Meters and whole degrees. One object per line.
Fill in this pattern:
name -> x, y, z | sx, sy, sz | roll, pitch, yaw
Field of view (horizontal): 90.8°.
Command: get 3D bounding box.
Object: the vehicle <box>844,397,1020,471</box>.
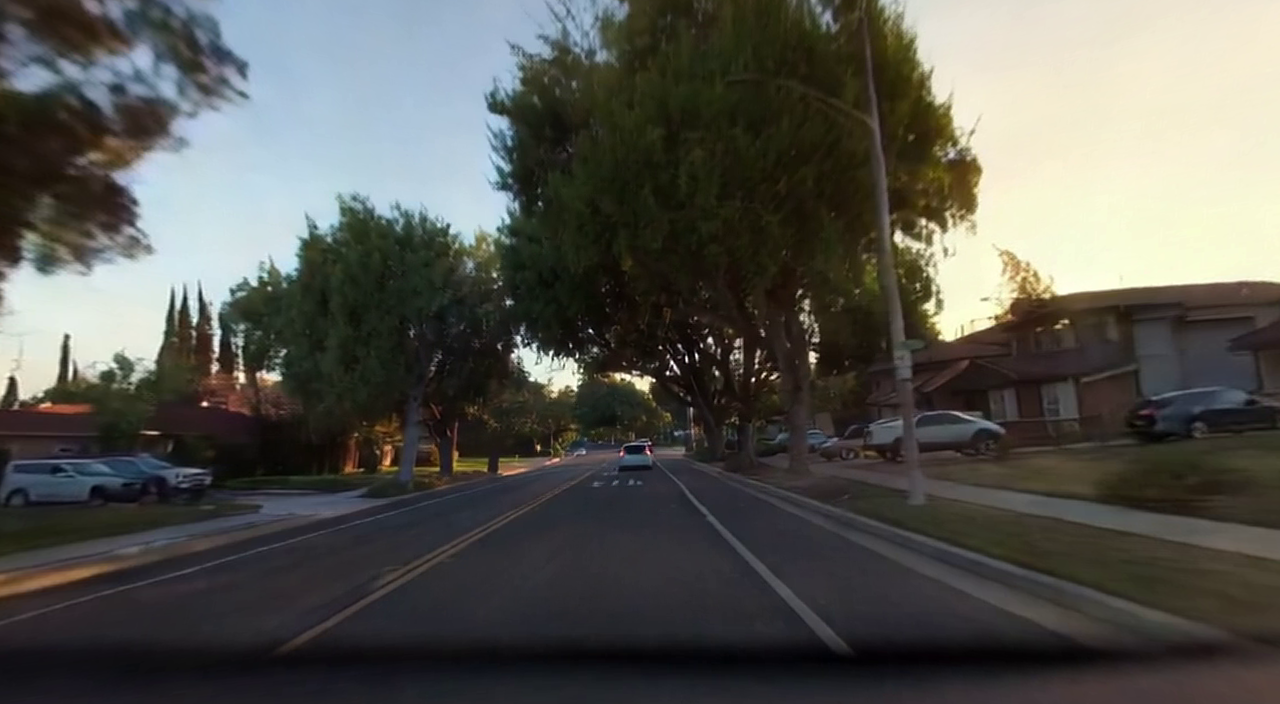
vehicle -> 9.473, 2.716, 20.805 | 4.634, 1.723, 1.966 | -7, -9, -3

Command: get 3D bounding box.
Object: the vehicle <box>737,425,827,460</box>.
vehicle -> 8.463, 5.449, 37.969 | 4.740, 1.467, 2.074 | -6, -8, -3

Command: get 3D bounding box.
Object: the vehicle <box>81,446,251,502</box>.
vehicle -> -17.184, 4.415, 23.114 | 4.463, 1.917, 1.970 | 1, -9, -5

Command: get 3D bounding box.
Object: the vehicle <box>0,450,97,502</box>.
vehicle -> -22.671, 4.435, 22.840 | 4.181, 1.784, 1.907 | 0, -9, -1

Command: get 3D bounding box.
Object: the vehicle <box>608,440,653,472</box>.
vehicle -> -0.477, 5.157, 31.471 | 2.098, 1.483, 4.099 | 0, -9, -1

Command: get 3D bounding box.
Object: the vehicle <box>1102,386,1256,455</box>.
vehicle -> 15.478, 1.934, 18.096 | 4.462, 1.699, 2.145 | 2, -9, -35
